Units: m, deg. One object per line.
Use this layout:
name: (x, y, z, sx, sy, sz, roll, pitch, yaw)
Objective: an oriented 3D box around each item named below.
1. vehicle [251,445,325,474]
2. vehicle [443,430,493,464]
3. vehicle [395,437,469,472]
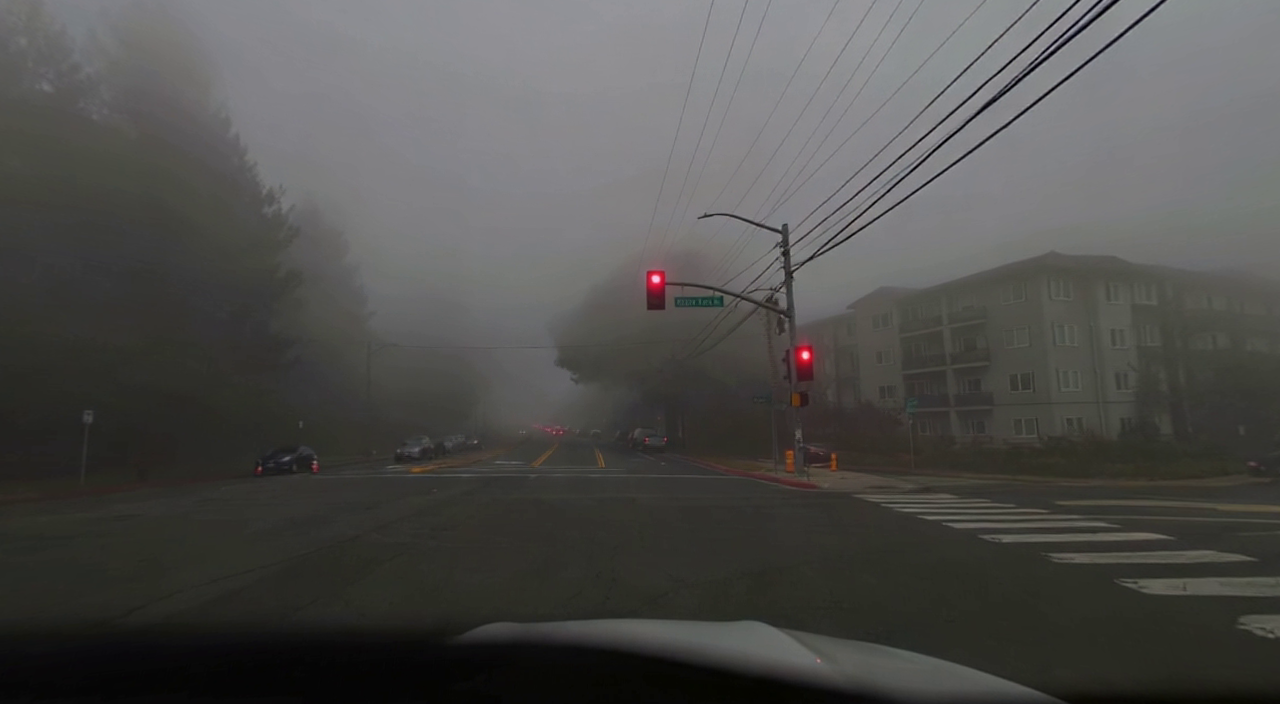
vehicle: (-21.093, 6.452, 38.095, 1.981, 1.628, 4.336, 0, -9, -1)
vehicle: (-9.771, 5.453, 36.172, 1.910, 1.818, 4.057, 0, -9, -3)
vehicle: (-9.664, 4.798, 29.781, 2.116, 1.521, 4.294, 0, -9, -1)
